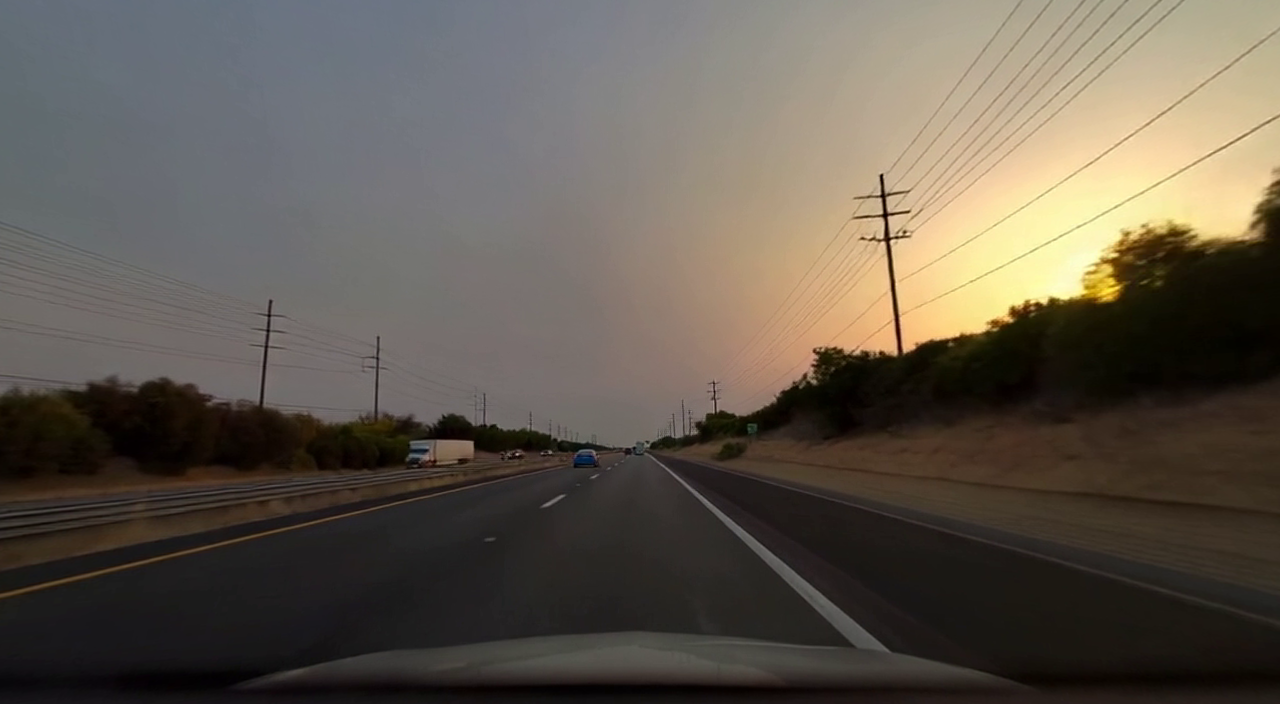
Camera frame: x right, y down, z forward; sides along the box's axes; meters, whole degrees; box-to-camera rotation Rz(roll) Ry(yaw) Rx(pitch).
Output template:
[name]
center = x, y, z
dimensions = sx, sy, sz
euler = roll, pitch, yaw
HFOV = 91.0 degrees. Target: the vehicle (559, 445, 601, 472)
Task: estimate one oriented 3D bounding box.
[vehicle]
center = -3.660, 6.597, 39.130
dimensions = 2.106, 1.543, 4.465
euler = 0, -9, 1
